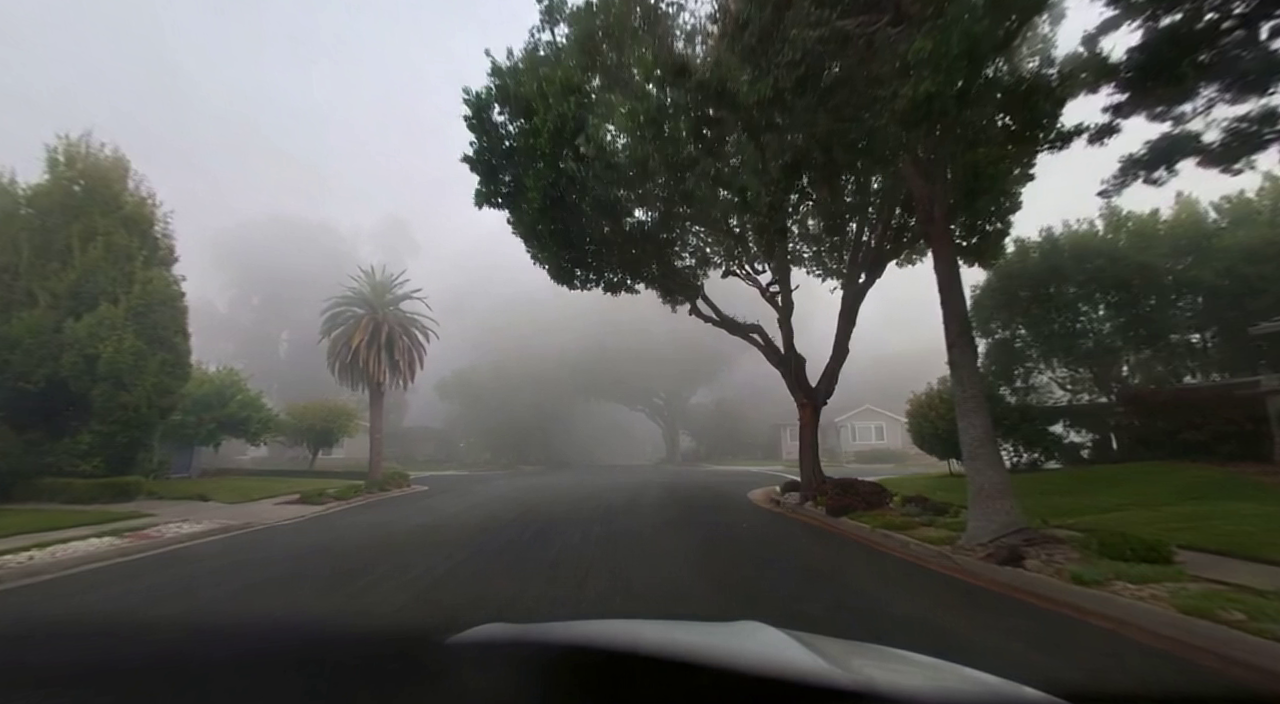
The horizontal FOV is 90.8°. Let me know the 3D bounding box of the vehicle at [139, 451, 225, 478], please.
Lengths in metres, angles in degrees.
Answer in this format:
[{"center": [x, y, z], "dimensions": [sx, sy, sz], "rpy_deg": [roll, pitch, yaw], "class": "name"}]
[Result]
[{"center": [-30.189, 7.477, 41.764], "dimensions": [4.023, 1.692, 2.024], "rpy_deg": [0, -11, -2], "class": "vehicle"}]
